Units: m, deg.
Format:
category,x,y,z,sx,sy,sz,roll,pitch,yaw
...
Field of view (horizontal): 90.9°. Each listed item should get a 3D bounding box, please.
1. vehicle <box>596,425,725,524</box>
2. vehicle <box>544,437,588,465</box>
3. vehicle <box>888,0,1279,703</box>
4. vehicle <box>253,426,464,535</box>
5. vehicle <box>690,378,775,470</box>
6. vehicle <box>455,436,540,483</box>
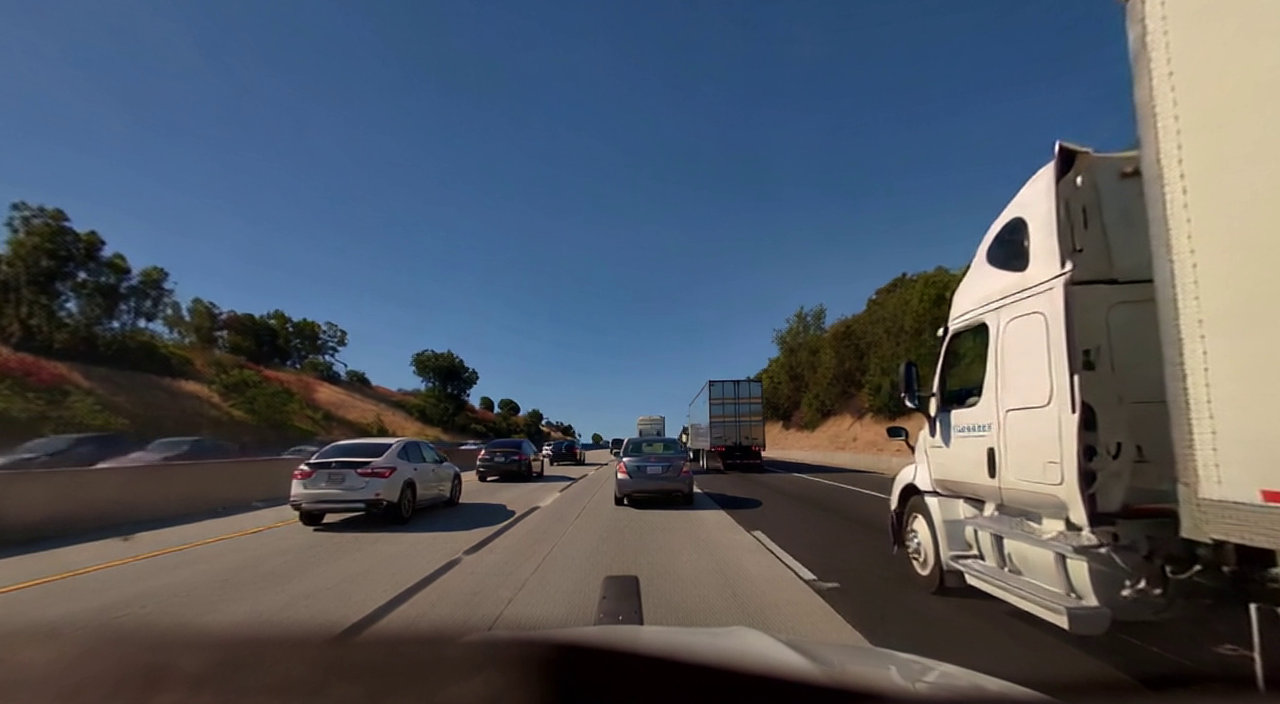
category,x,y,z,sx,sy,sz,roll,pitch,yaw
vehicle,0.324,2.134,11.550,1.973,1.505,3.568,0,-8,0
vehicle,-4.218,5.662,36.480,1.887,1.493,4.411,0,-8,2
vehicle,4.018,-0.107,3.213,2.982,3.860,6.011,0,-8,0
vehicle,-4.475,2.048,10.729,1.821,1.514,3.677,0,-8,1
vehicle,4.682,4.143,35.270,2.892,4.101,14.252,0,-8,1
vehicle,-4.769,3.622,21.649,1.880,1.458,3.978,0,-8,1
